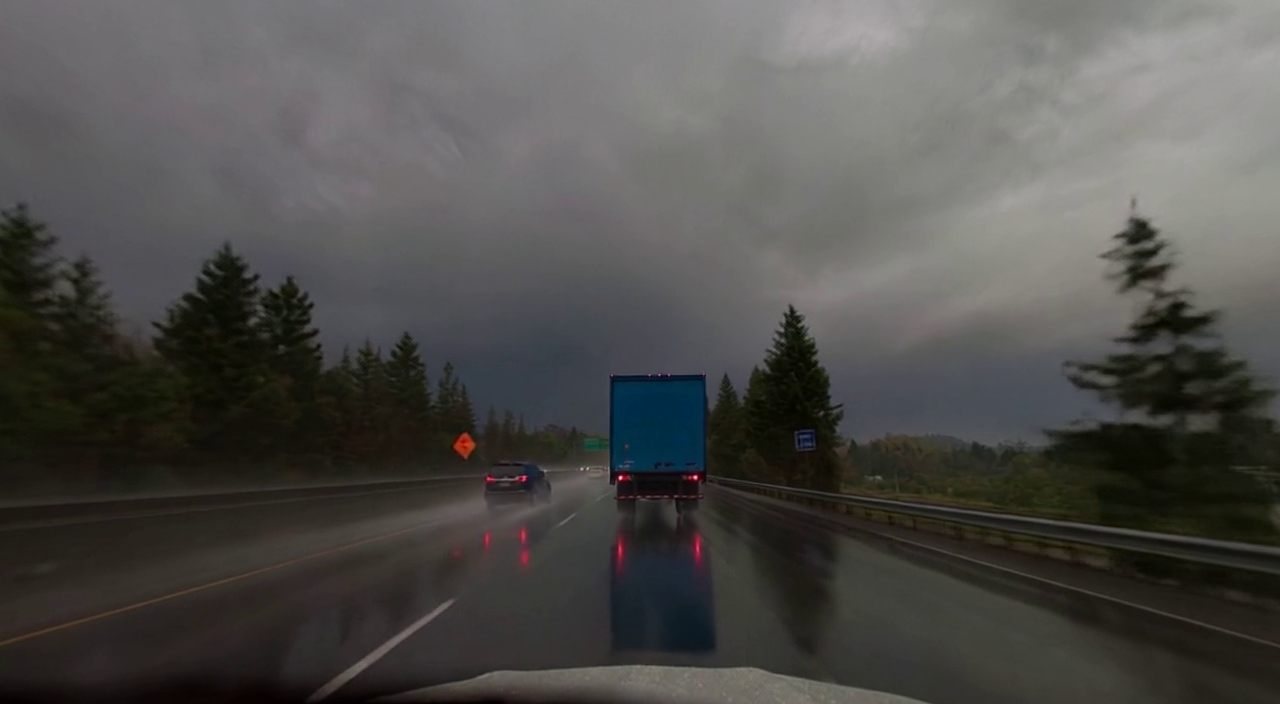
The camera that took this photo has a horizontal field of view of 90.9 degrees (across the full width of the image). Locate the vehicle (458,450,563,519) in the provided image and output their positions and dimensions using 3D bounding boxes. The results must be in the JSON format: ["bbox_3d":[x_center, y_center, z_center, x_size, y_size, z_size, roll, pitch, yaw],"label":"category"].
[{"bbox_3d":[-3.558,3.783,18.281,2.076,1.691,4.555,1,-10,0],"label":"vehicle"}]

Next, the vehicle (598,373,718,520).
[{"bbox_3d":[0.379,3.251,20.835,3.008,3.678,9.512,1,-10,-1],"label":"vehicle"}]

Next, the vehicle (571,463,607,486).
[{"bbox_3d":[-3.524,8.632,44.422,2.079,1.506,4.821,0,-10,1],"label":"vehicle"}]
